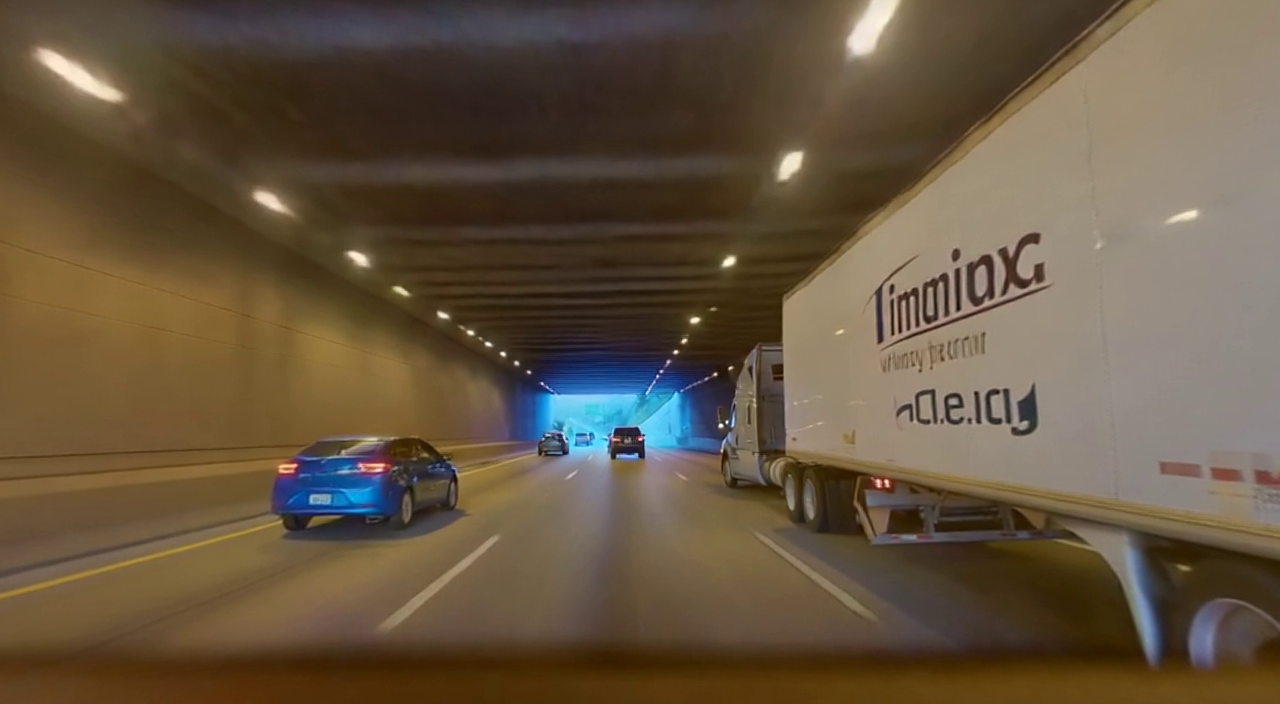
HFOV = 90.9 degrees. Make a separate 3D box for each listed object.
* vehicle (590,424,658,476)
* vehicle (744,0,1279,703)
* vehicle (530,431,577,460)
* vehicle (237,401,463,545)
[{"bbox_3d":[-0.528,3.321,21.561,2.094,1.600,3.666,0,-8,-1],"label":"vehicle"},{"bbox_3d":[3.795,0.101,6.214,2.842,4.108,14.081,0,-8,-1],"label":"vehicle"},{"bbox_3d":[-4.611,5.052,34.273,2.019,1.435,4.317,0,-8,-1],"label":"vehicle"},{"bbox_3d":[-3.840,1.621,8.936,1.826,1.695,2.870,0,-8,-1],"label":"vehicle"}]
